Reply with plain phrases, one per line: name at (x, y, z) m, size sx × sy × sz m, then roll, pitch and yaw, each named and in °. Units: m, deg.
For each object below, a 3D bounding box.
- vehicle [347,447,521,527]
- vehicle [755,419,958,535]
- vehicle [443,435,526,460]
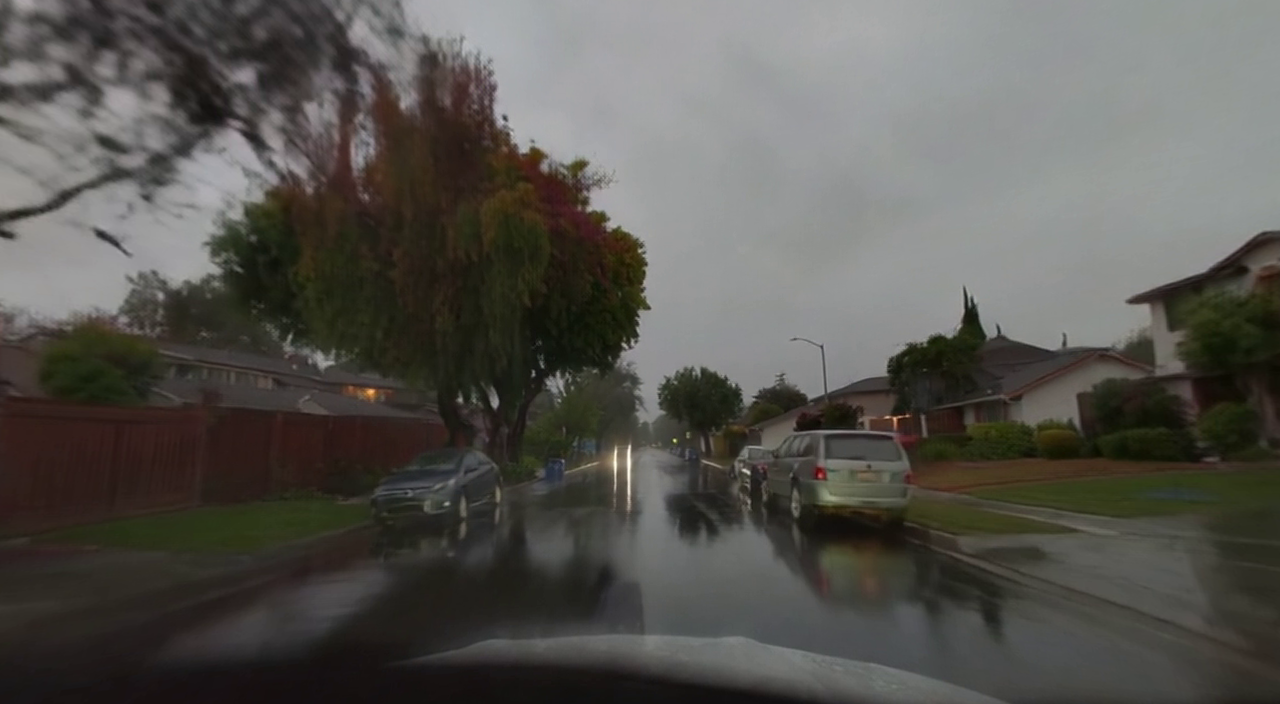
vehicle at (-4.232, 2.880, 13.933) m, size 2.234 × 1.377 × 4.413 m, roll -2°, pitch -10°, yaw 2°
vehicle at (4.114, 2.502, 13.400) m, size 2.350 × 1.912 × 5.696 m, roll 0°, pitch -9°, yaw 1°
vehicle at (-12.054, 7.457, 49.242) m, size 5.863 × 1.773 × 2.451 m, roll 0°, pitch -10°, yaw -2°
